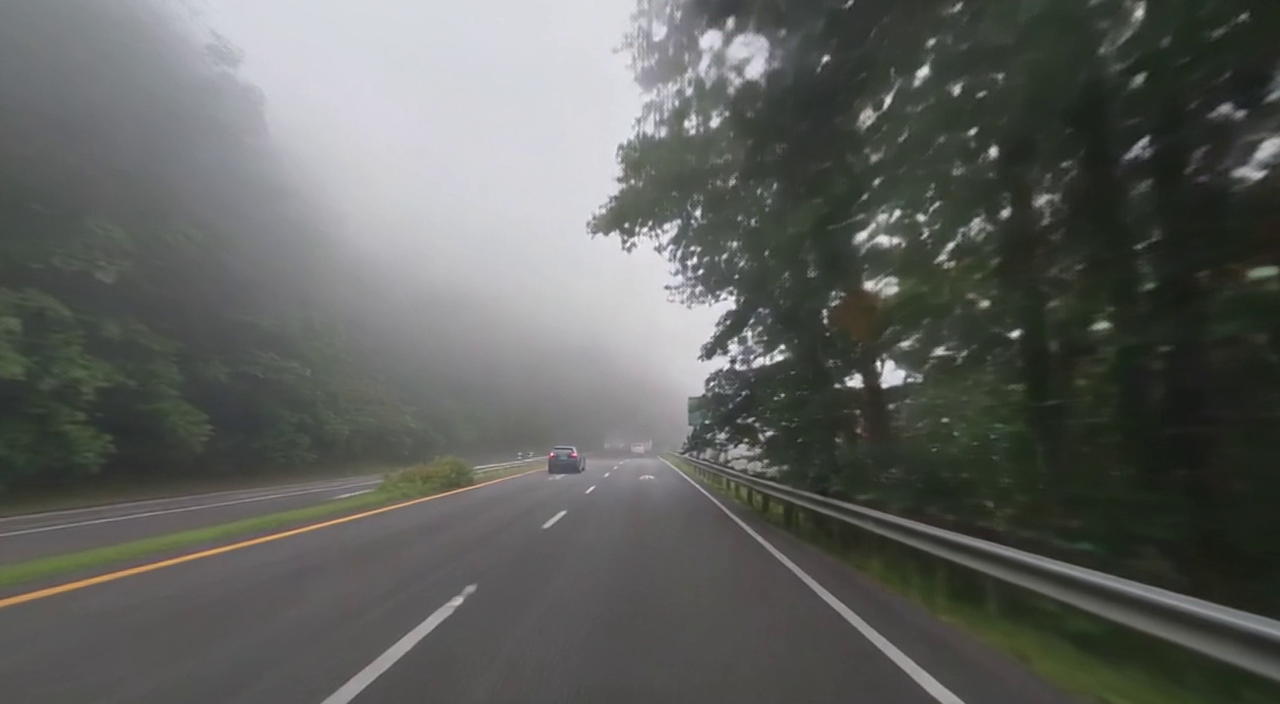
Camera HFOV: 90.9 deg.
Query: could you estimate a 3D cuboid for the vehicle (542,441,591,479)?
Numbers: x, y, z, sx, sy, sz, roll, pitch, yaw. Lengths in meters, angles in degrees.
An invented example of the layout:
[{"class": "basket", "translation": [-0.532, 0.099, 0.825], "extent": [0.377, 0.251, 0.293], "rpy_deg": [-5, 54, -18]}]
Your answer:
[{"class": "vehicle", "translation": [-3.143, 4.693, 27.530], "extent": [1.675, 1.537, 3.574], "rpy_deg": [0, -9, 1]}]
